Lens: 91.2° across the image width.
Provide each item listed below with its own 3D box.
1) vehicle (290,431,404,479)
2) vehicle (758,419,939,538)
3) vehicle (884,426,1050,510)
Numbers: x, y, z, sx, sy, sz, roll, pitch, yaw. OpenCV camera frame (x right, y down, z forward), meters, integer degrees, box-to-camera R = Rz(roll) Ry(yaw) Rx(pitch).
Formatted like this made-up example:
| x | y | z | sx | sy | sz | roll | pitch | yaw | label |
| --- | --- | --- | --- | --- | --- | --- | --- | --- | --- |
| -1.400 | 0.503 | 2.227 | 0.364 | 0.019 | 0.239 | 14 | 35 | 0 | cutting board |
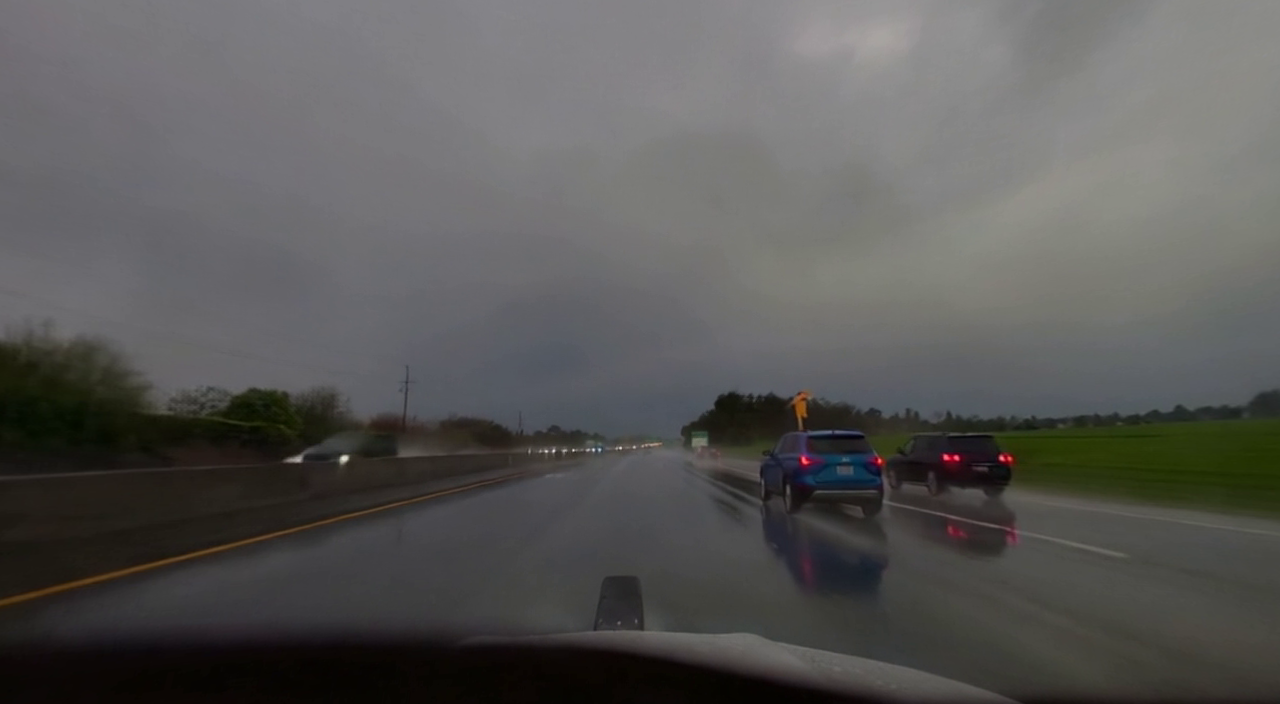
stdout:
| x | y | z | sx | sy | sz | roll | pitch | yaw | label |
| --- | --- | --- | --- | --- | --- | --- | --- | --- | --- |
| -10.763 | 3.845 | 23.488 | 2.089 | 1.602 | 4.561 | 0 | -9 | 0 | vehicle |
| 3.492 | 2.201 | 11.427 | 1.784 | 1.733 | 4.141 | 0 | -9 | -1 | vehicle |
| 7.853 | 2.817 | 15.534 | 1.898 | 1.798 | 3.805 | 0 | -9 | -2 | vehicle |
